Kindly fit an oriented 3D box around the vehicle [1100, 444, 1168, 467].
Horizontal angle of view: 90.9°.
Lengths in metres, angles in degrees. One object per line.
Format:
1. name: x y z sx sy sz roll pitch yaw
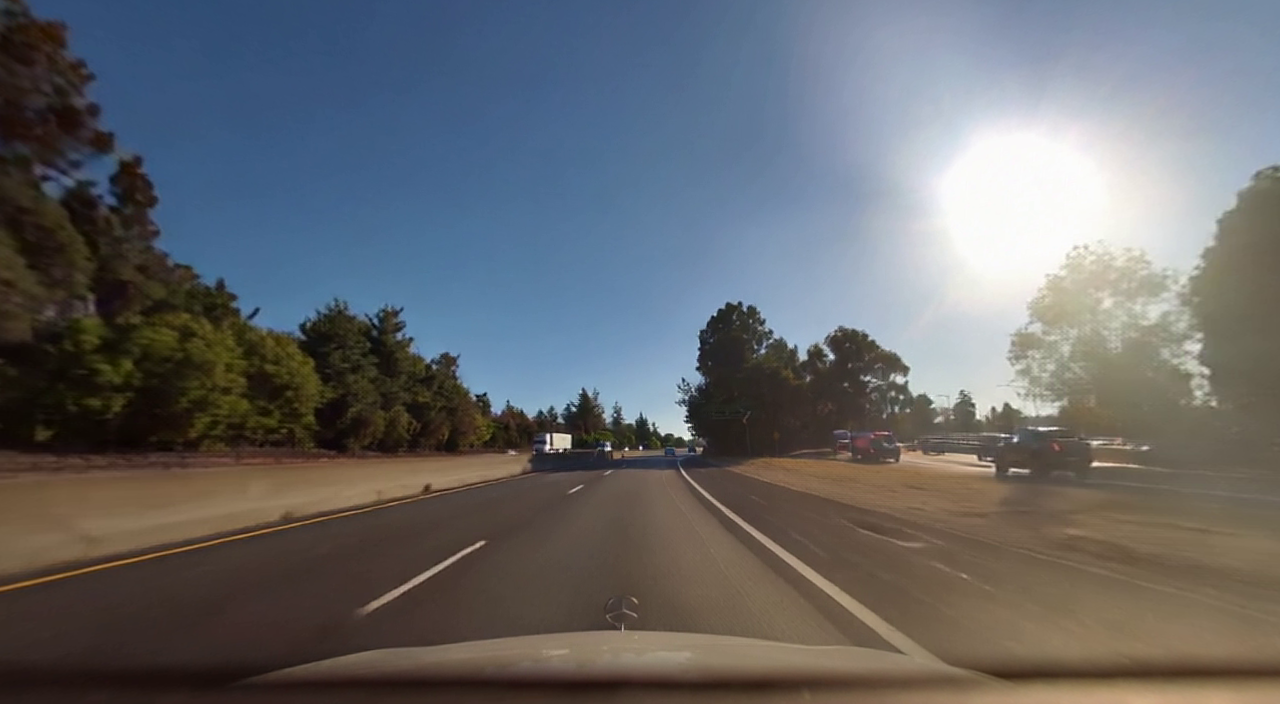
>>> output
1. vehicle: 35.606 7.453 45.560 2.009 1.586 4.354 -2 -9 11
